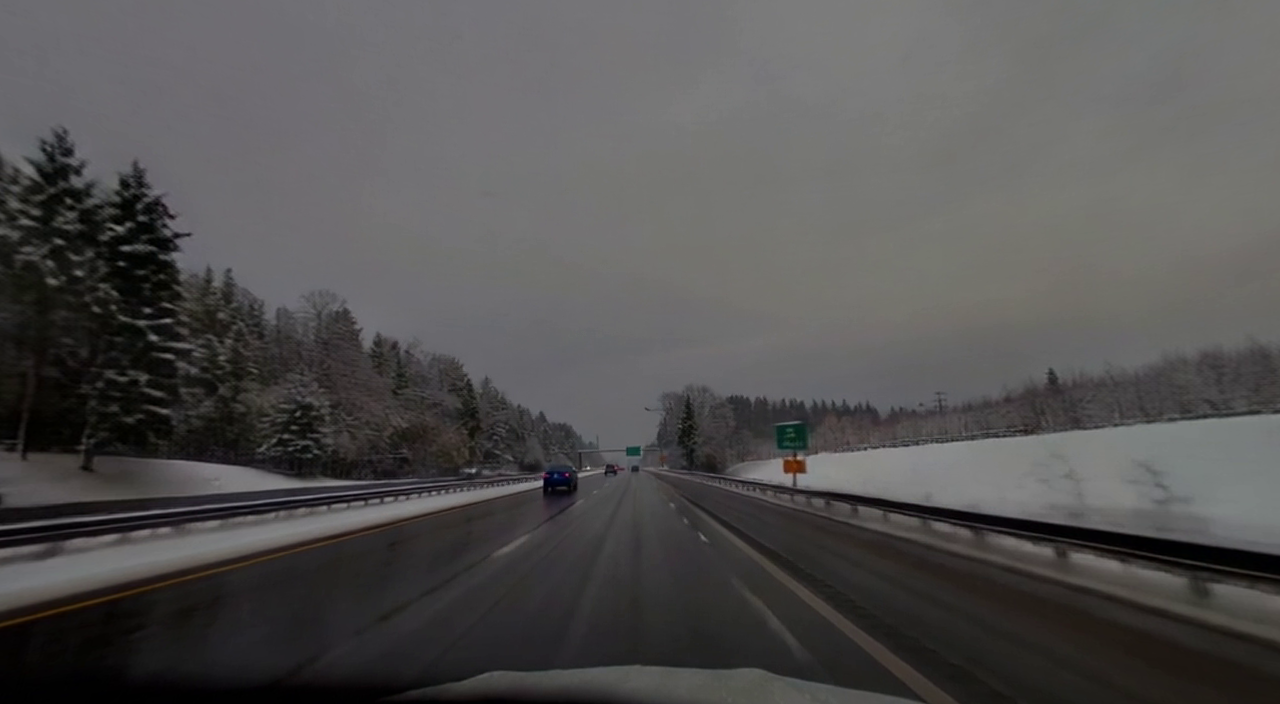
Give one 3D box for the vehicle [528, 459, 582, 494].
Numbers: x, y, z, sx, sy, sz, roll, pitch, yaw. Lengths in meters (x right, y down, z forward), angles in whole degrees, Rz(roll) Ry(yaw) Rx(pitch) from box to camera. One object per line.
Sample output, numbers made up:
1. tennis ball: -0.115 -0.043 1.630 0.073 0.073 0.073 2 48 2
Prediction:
1. vehicle: -4.013 6.020 30.519 1.954 1.509 4.094 1 -11 1
